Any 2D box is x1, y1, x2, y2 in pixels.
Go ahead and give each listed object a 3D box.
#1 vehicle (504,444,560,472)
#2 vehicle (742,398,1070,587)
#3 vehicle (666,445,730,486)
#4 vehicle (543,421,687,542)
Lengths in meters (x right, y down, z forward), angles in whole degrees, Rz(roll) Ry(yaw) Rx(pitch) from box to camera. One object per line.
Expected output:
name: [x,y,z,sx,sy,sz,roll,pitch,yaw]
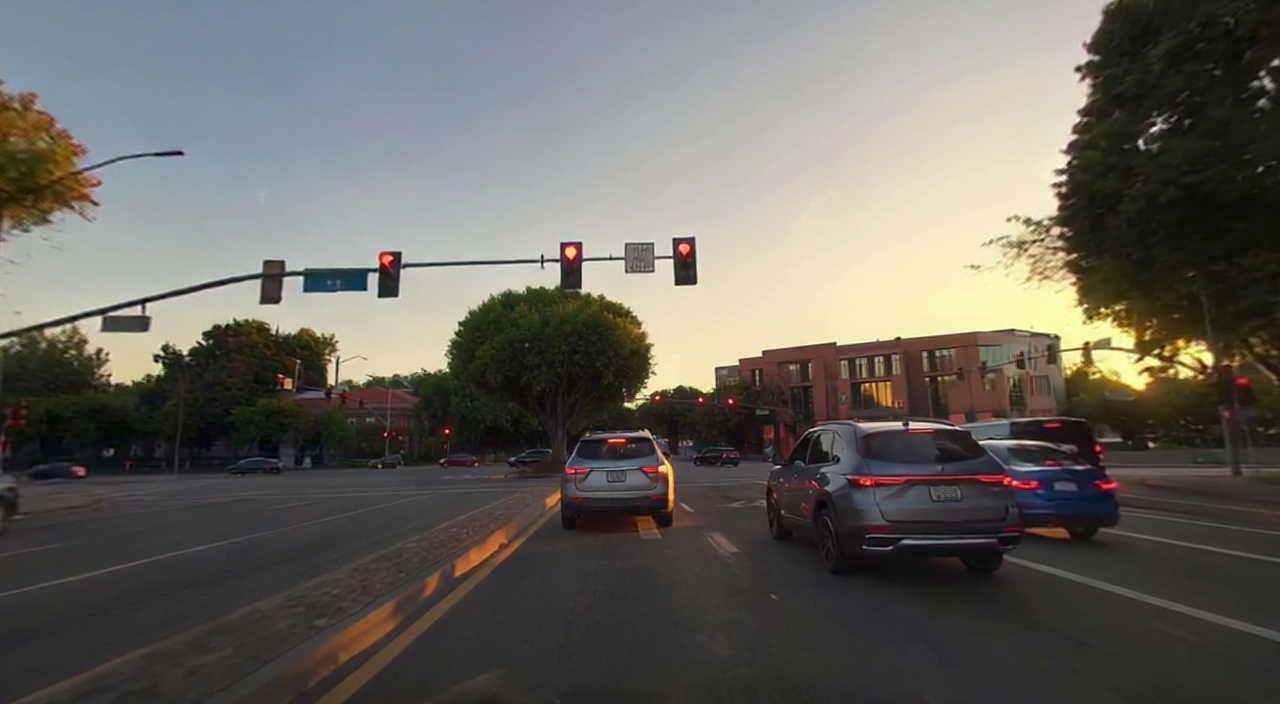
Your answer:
vehicle: [-7.272,7.044,42.079,2.188,1.712,4.318,5,-10,-31]
vehicle: [2.931,1.678,8.339,2.228,1.798,4.370,0,-9,-3]
vehicle: [2.193,4.435,25.086,1.900,1.459,4.260,0,-9,-4]
vehicle: [-0.404,2.163,11.130,2.039,1.698,4.144,0,-9,-2]
